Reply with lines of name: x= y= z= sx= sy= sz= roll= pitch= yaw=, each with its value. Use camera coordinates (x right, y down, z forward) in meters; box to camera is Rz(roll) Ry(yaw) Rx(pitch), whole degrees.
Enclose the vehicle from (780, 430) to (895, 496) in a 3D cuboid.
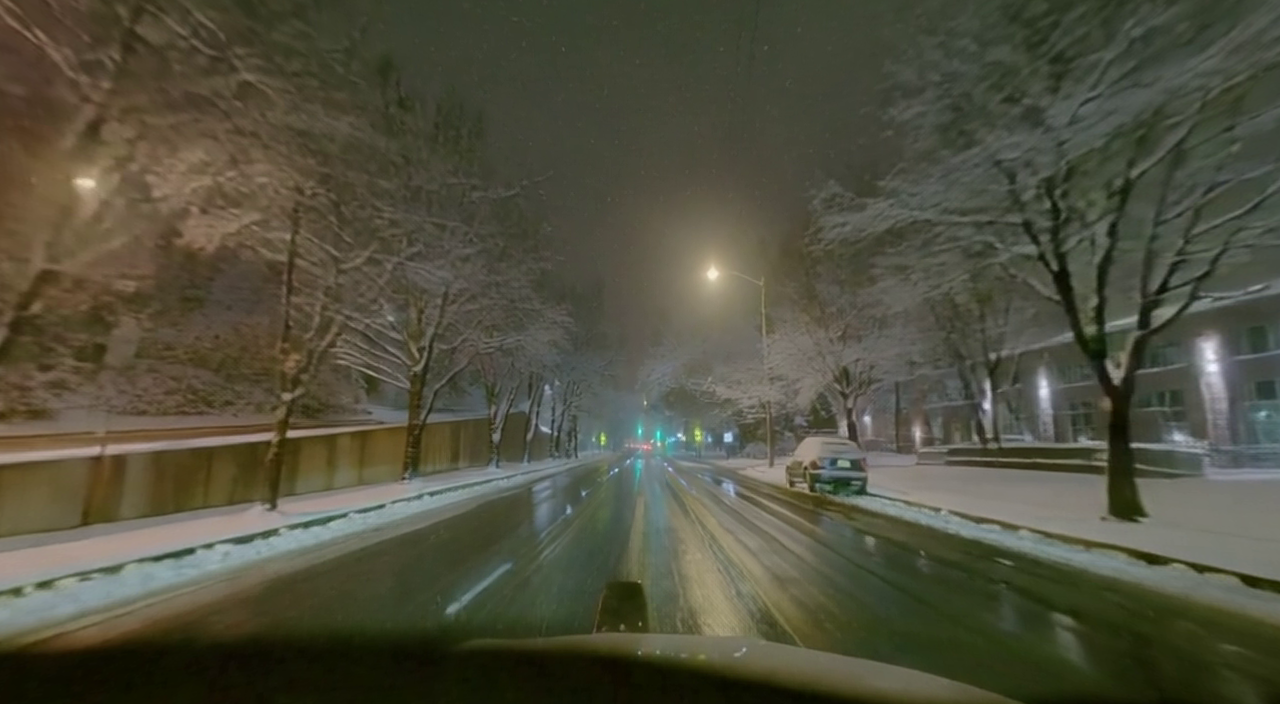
vehicle: x=6.066 y=3.466 z=20.128 sx=2.177 sy=1.788 sz=5.106 roll=0 pitch=-8 yaw=2
